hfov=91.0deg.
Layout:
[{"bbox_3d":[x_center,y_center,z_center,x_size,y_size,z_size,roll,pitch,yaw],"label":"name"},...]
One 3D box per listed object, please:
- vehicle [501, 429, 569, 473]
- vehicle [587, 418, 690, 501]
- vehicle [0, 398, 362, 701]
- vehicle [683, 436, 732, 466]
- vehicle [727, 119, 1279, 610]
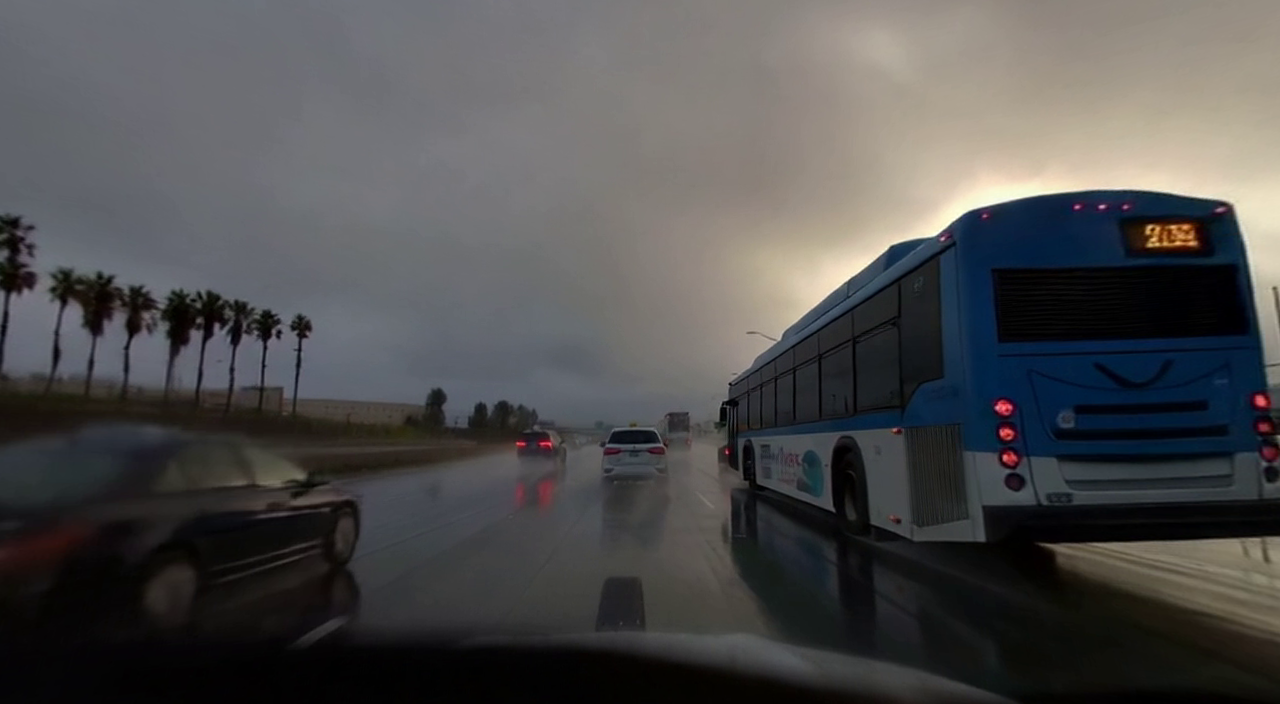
[{"bbox_3d":[-4.512,4.376,27.954,2.100,1.765,4.743,0,-9,1],"label":"vehicle"},{"bbox_3d":[0.002,2.681,16.015,2.268,1.796,4.280,0,-9,1],"label":"vehicle"},{"bbox_3d":[-4.307,1.281,5.017,2.040,1.536,4.680,0,-9,0],"label":"vehicle"},{"bbox_3d":[3.631,5.430,34.656,2.039,1.516,4.521,0,-9,-2],"label":"vehicle"},{"bbox_3d":[4.024,1.054,11.683,3.020,3.622,14.302,0,-9,1],"label":"vehicle"}]
